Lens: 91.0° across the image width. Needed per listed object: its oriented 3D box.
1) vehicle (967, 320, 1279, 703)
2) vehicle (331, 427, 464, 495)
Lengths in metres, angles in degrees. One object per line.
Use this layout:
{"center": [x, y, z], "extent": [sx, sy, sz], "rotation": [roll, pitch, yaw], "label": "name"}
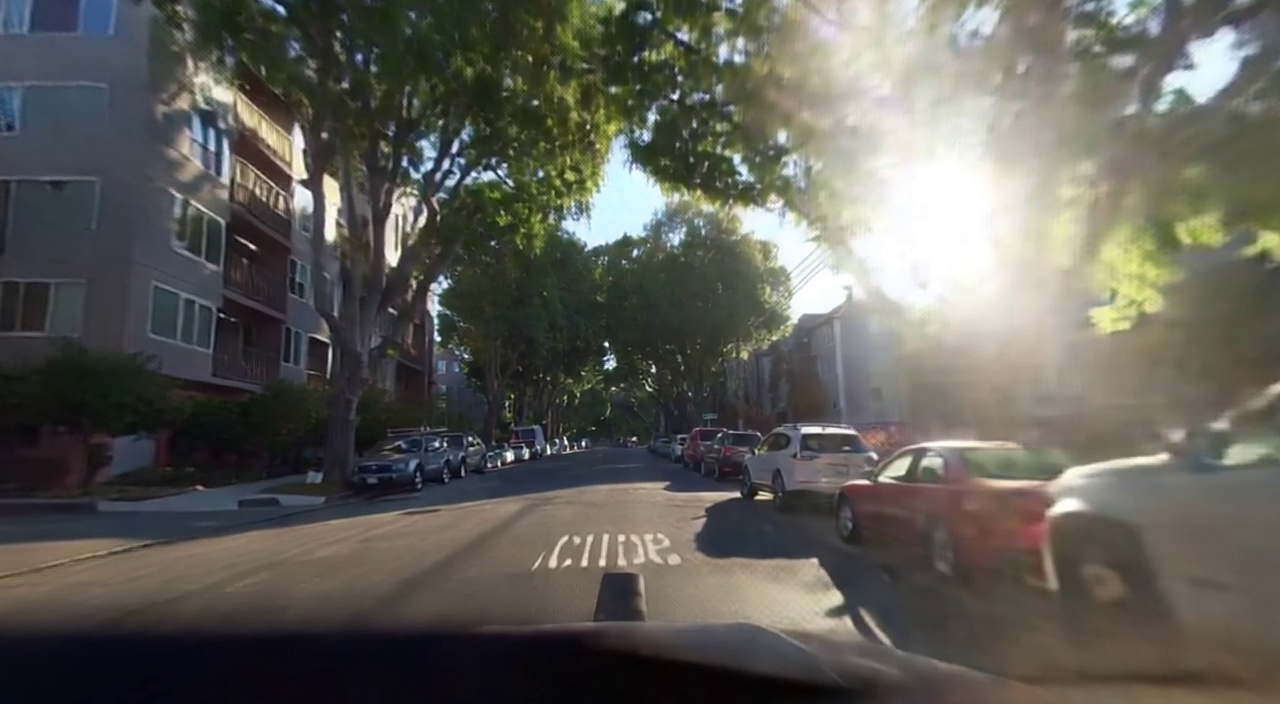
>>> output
{"center": [4.119, 0.771, 2.366], "extent": [2.365, 1.970, 6.011], "rotation": [0, -9, -2], "label": "vehicle"}
{"center": [-7.668, 3.587, 20.697], "extent": [2.384, 1.781, 5.492], "rotation": [-3, -10, -2], "label": "vehicle"}
